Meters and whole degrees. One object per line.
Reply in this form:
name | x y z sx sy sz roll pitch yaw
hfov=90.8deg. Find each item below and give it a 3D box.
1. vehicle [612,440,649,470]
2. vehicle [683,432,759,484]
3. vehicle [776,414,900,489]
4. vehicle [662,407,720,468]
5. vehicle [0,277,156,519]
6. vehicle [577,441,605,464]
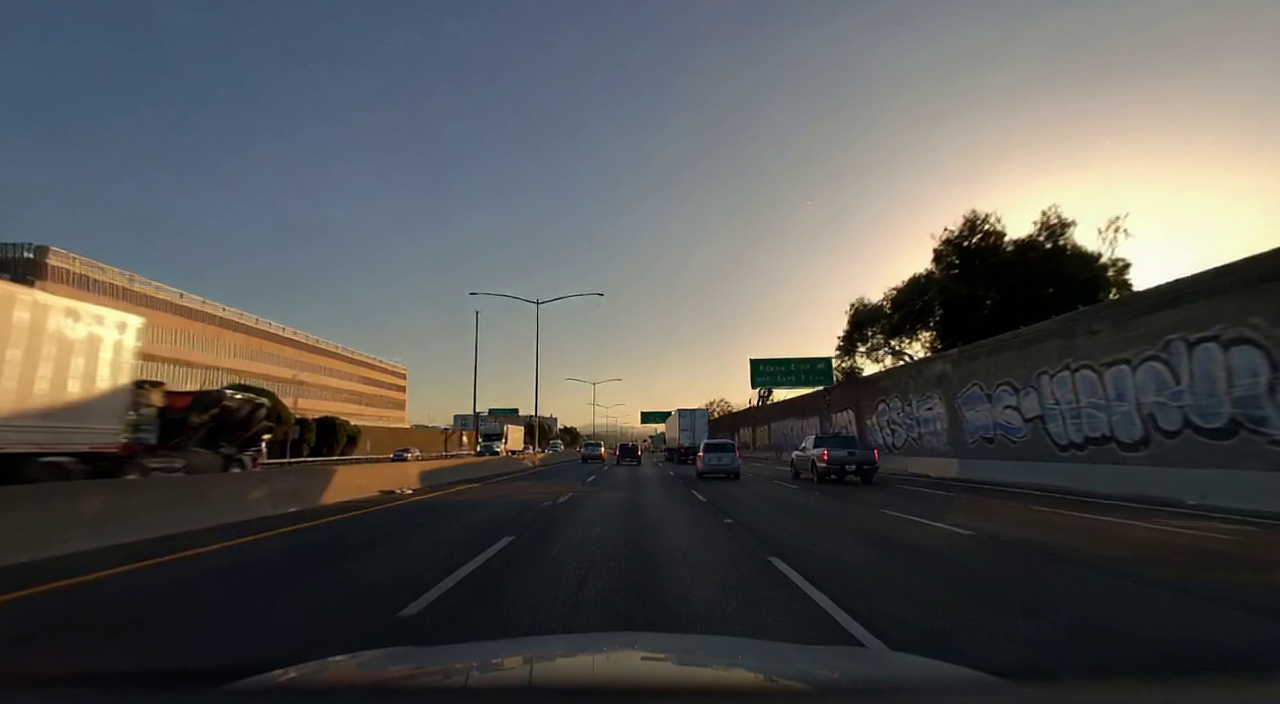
vehicle | -0.565 6.077 37.477 2.073 1.640 3.990 0 -9 -1
vehicle | 3.092 4.196 25.317 2.249 1.843 5.176 0 -9 -1
vehicle | 7.010 3.657 23.393 2.322 2.360 6.433 0 -9 -2
vehicle | 3.379 6.161 45.012 2.976 3.806 10.591 0 -9 -1
vehicle | -11.174 0.319 7.090 2.937 3.634 10.764 0 -9 0
vehicle | -3.759 7.788 48.871 1.817 1.670 3.864 0 -9 0
